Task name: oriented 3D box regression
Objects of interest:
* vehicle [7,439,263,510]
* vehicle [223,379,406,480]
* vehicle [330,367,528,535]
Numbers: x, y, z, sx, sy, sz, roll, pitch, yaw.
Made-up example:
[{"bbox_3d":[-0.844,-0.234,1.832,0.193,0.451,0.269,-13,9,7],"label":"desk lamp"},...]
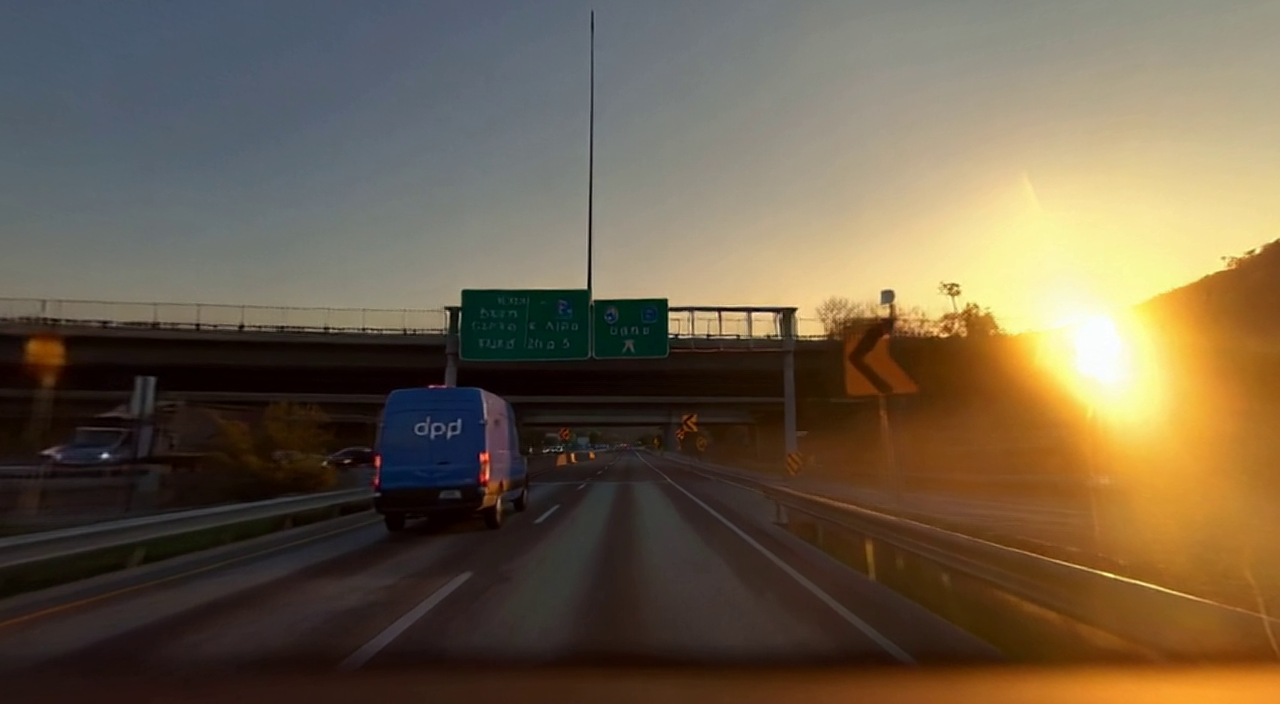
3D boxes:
[{"bbox_3d":[-12.151,2.943,15.486,4.396,1.557,1.952,2,-9,-15],"label":"vehicle"},{"bbox_3d":[-14.715,3.598,28.153,8.365,3.958,3.166,-6,-10,31],"label":"vehicle"},{"bbox_3d":[-3.953,2.098,13.520,2.463,2.640,7.034,1,-9,-6],"label":"vehicle"}]
